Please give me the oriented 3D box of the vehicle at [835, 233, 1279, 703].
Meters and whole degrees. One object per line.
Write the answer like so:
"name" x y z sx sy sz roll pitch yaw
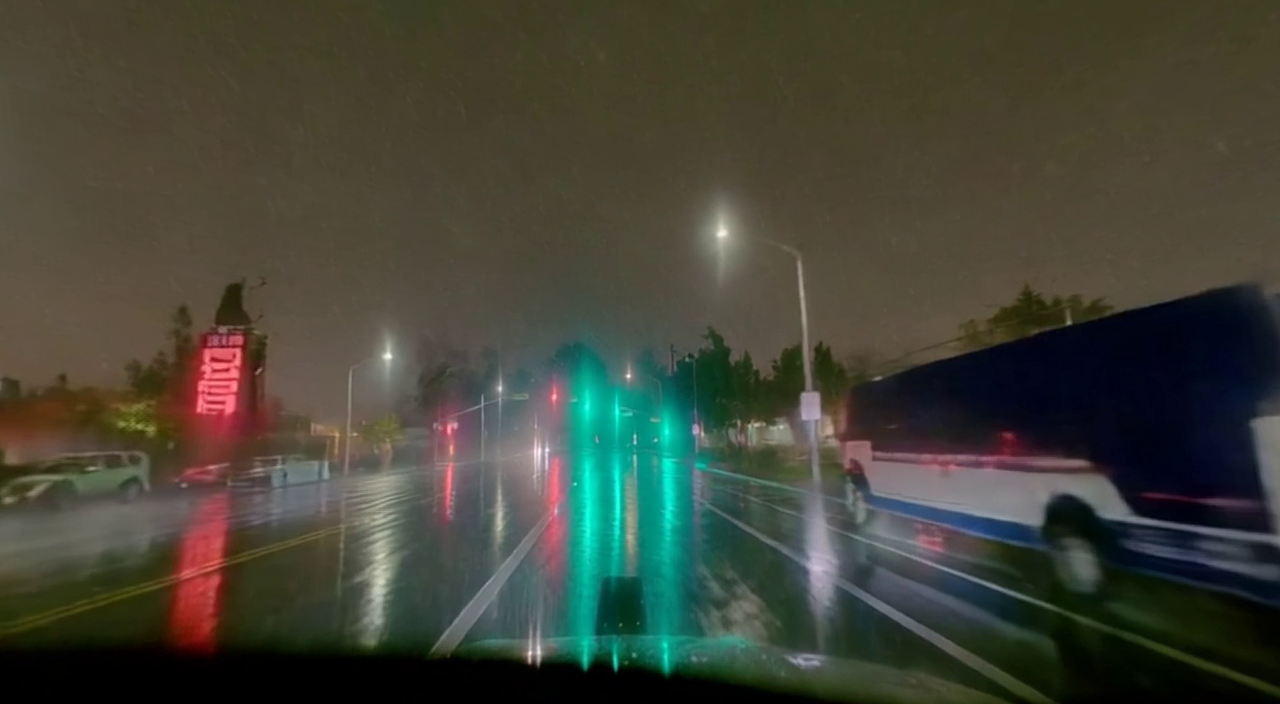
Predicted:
"vehicle" 4.665 1.047 6.852 2.739 2.866 6.142 -1 -7 -3

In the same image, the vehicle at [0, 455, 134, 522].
"vehicle" -17.967 3.980 18.931 2.021 1.695 4.372 0 -9 -4

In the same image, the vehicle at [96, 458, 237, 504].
"vehicle" -18.384 4.995 24.802 1.906 1.509 4.834 0 -8 -2

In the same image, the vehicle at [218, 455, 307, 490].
"vehicle" -18.652 5.934 31.323 1.869 1.541 4.354 0 -9 -3
